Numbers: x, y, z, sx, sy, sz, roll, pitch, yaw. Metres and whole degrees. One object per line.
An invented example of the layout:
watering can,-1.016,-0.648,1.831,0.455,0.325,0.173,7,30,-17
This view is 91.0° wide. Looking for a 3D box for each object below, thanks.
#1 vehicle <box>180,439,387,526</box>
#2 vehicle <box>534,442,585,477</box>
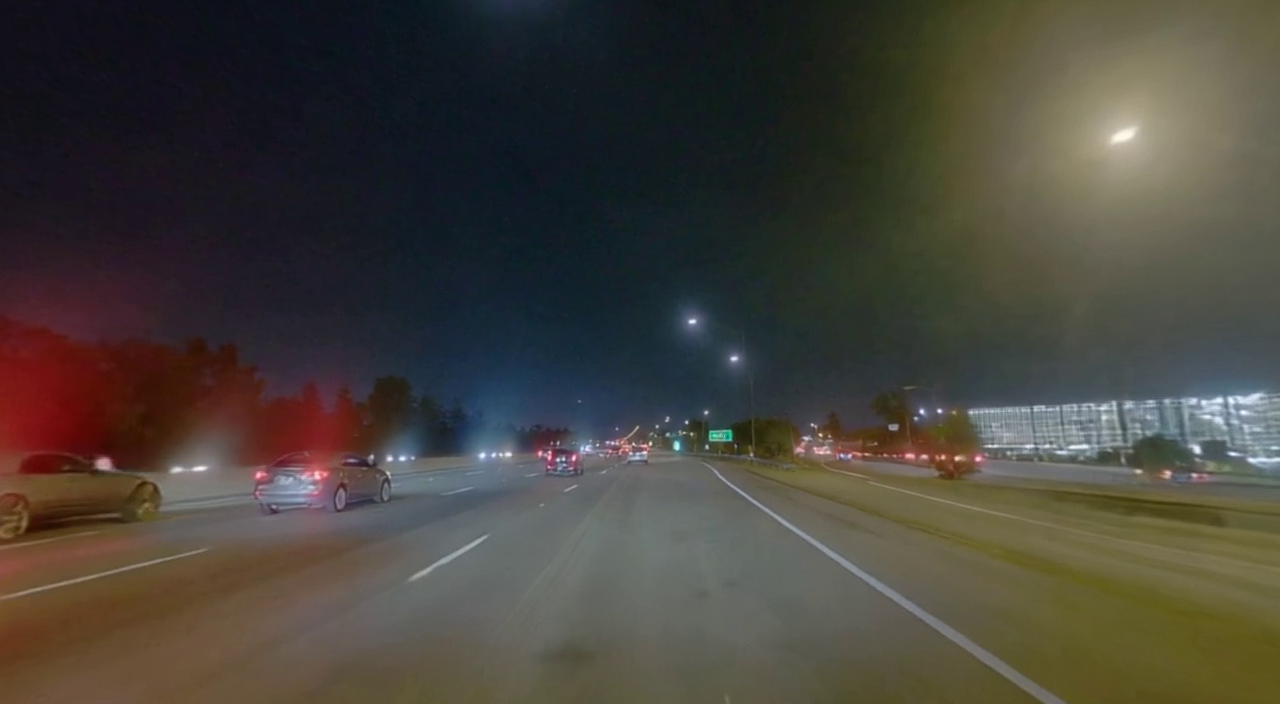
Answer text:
vehicle,-7.904,2.908,14.629,2.071,1.661,4.540,0,-9,1
vehicle,-4.228,5.740,33.784,2.158,1.717,4.375,0,-9,1
